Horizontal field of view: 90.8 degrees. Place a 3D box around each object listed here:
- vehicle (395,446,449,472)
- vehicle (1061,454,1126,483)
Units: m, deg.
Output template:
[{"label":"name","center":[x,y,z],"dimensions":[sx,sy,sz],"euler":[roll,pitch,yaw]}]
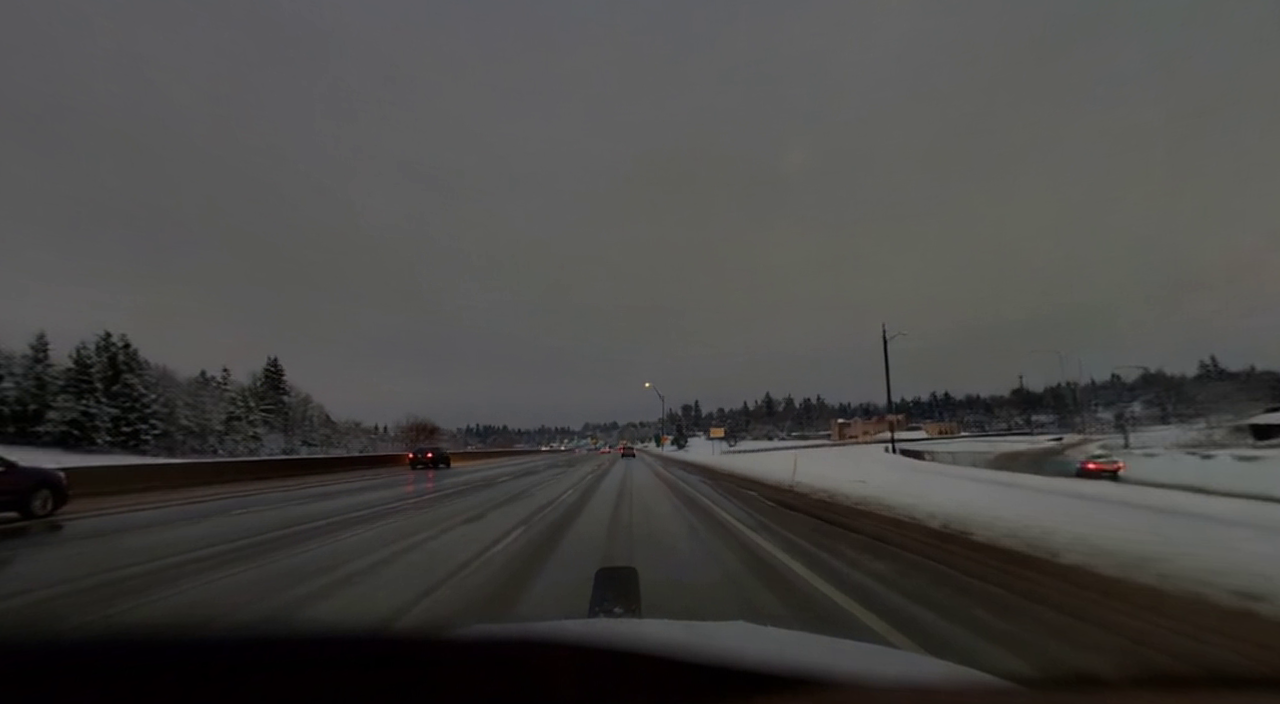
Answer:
[{"label":"vehicle","center":[-14.579,7.154,42.559],"dimensions":[2.057,1.619,4.443],"euler":[0,-9,0]},{"label":"vehicle","center":[29.485,7.558,41.258],"dimensions":[2.356,1.643,4.254],"euler":[-3,-9,21]}]
